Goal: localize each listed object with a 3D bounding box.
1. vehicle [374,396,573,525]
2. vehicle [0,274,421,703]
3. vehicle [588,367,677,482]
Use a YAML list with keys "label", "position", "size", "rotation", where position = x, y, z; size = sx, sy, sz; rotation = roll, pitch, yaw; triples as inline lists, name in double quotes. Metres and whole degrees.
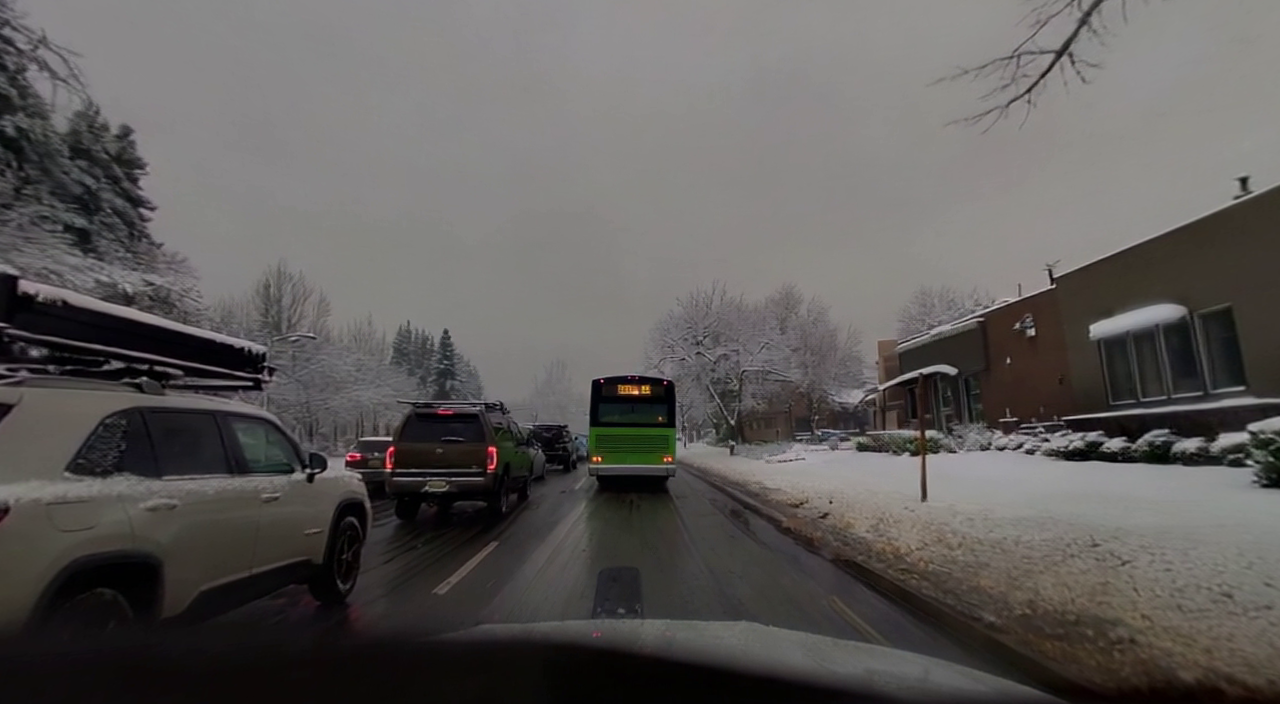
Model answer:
- label: "vehicle"
  position: [-3.083, 2.239, 13.501]
  size: [2.546, 2.125, 5.869]
  rotation: [0, -9, 1]
- label: "vehicle"
  position: [-3.398, 0.939, 4.096]
  size: [2.095, 1.892, 5.043]
  rotation: [0, -9, 0]
- label: "vehicle"
  position: [-0.249, 3.339, 27.461]
  size: [2.970, 3.857, 12.200]
  rotation: [0, -9, 0]
